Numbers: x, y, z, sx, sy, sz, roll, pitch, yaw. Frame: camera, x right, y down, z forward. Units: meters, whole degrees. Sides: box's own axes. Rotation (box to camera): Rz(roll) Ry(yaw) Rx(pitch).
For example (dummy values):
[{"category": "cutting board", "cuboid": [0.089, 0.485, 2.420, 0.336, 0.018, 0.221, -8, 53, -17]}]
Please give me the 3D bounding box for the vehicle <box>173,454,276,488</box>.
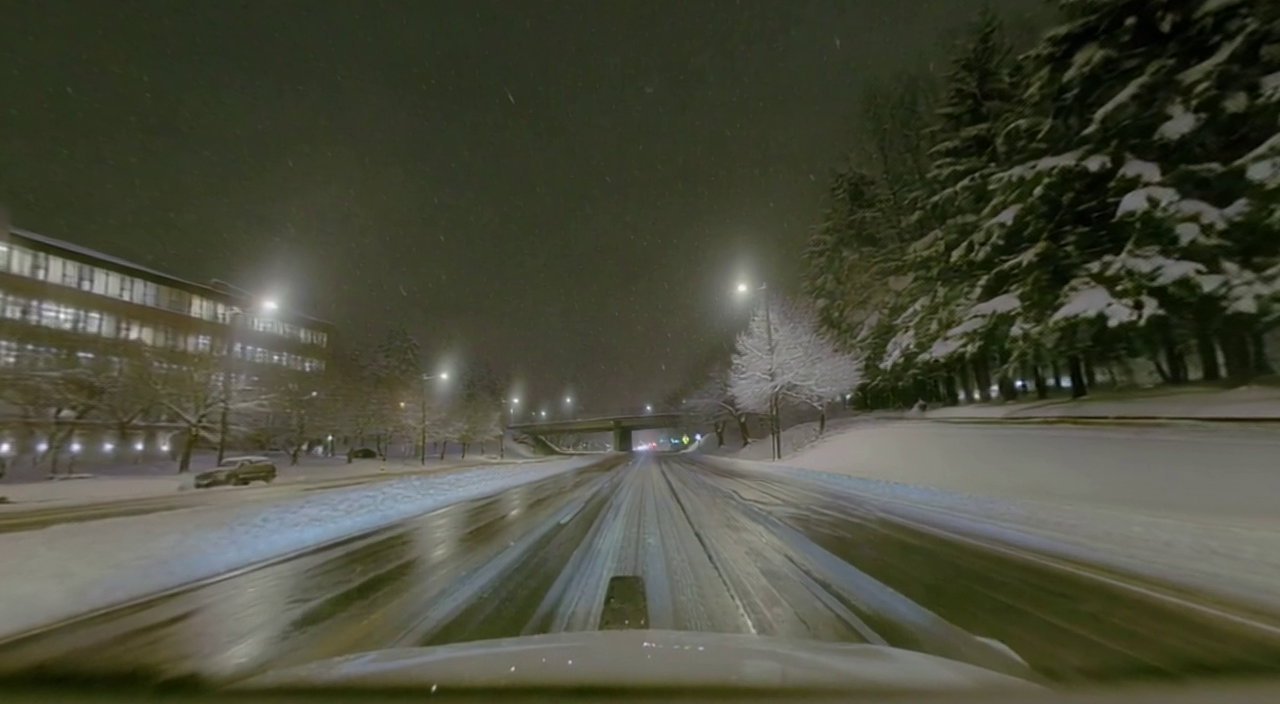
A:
[{"category": "vehicle", "cuboid": [-21.523, 6.159, 32.939, 1.945, 1.481, 5.005, -3, -8, 1]}]
